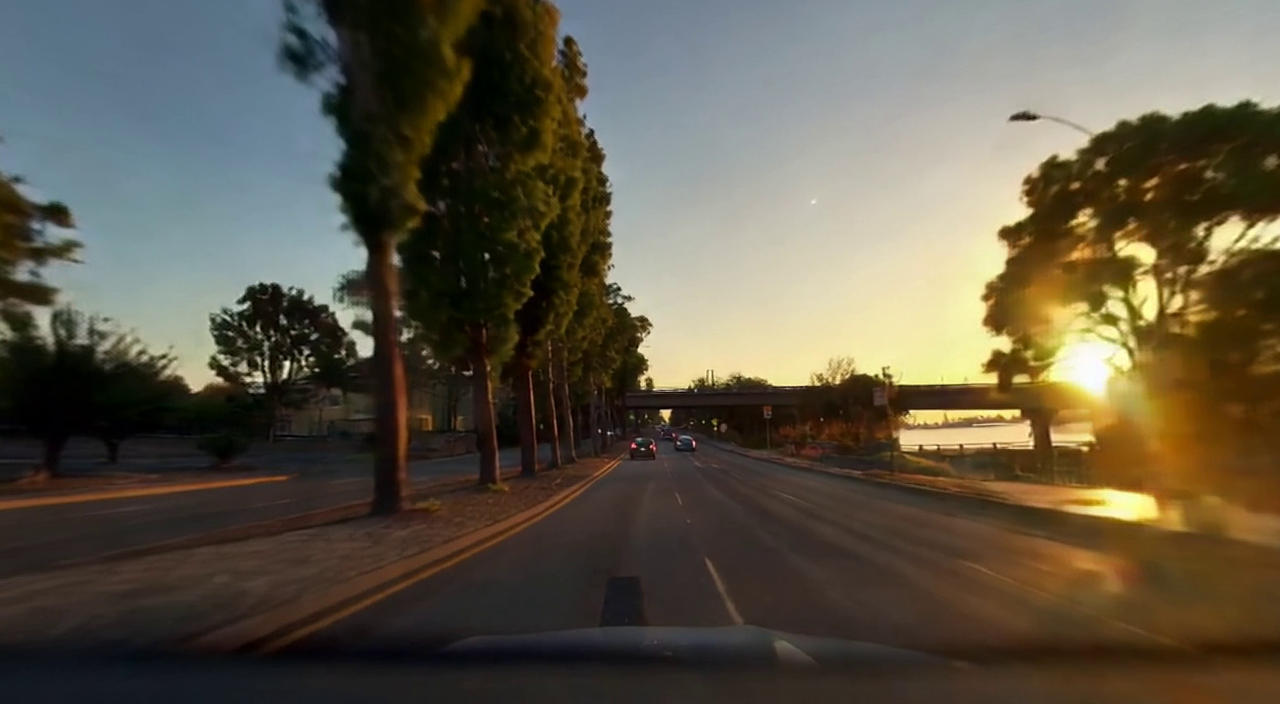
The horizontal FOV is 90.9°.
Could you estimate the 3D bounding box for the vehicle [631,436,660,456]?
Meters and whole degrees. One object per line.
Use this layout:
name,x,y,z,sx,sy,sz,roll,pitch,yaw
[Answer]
vehicle,0.395,7.120,47.814,2.039,1.462,4.203,0,-9,0
